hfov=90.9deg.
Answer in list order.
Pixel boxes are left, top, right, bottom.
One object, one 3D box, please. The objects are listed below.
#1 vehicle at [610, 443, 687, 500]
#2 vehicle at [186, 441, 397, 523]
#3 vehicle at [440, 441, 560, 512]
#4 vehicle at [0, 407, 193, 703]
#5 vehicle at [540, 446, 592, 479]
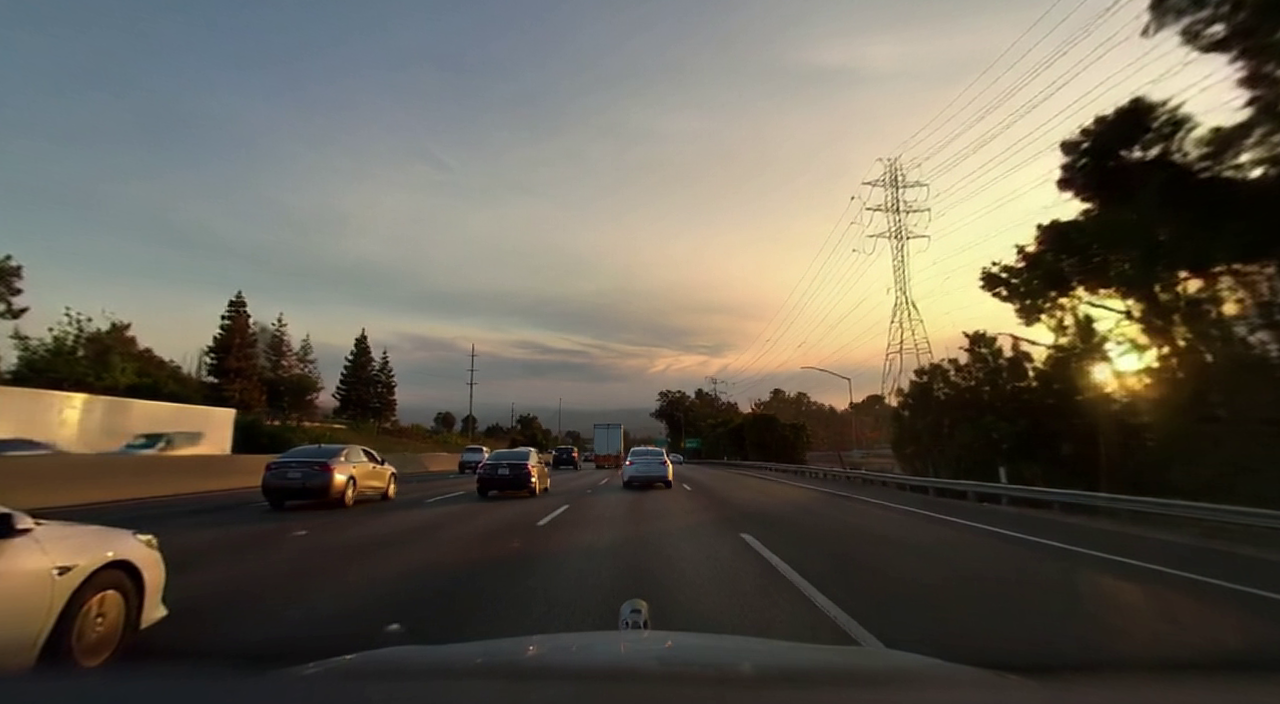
[{"bbox_3d":[0.175,3.466,18.722,2.018,1.470,4.491,0,-9,-1],"label":"vehicle"},{"bbox_3d":[-7.119,2.684,13.581,1.867,1.445,4.499,0,-9,2],"label":"vehicle"},{"bbox_3d":[-3.224,2.953,15.417,1.912,1.464,4.115,0,-9,1],"label":"vehicle"},{"bbox_3d":[-3.698,0.828,1.600,1.883,1.500,4.373,0,-9,0],"label":"vehicle"},{"bbox_3d":[-3.481,5.283,30.366,2.013,1.437,3.801,0,-9,0],"label":"vehicle"}]
